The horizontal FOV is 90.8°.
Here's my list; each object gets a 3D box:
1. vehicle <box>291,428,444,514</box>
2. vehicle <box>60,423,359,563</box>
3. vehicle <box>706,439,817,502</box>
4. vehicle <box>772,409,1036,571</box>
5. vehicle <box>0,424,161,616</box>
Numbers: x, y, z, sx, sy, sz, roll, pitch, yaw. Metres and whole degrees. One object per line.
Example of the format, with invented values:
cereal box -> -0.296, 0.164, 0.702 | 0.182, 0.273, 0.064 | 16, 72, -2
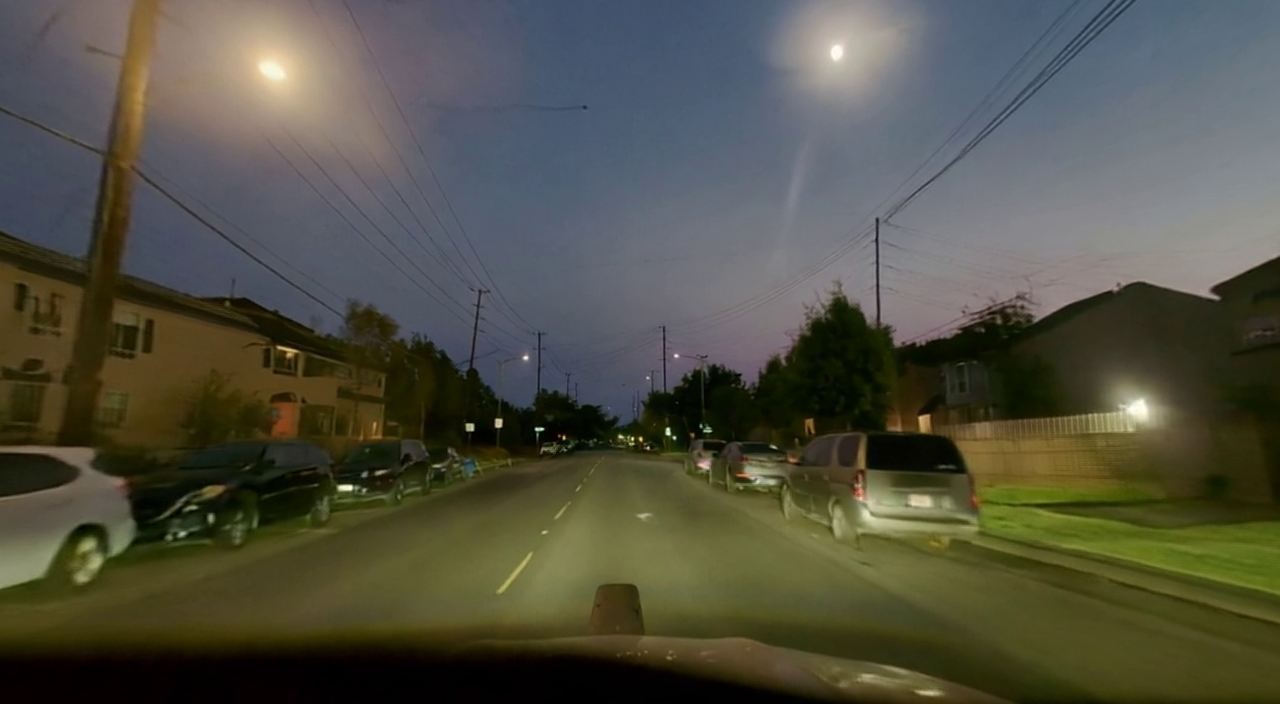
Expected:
vehicle -> -6.712, 2.927, 16.232 | 1.992, 1.853, 4.561 | 0, -8, -2
vehicle -> -6.504, 2.111, 10.354 | 1.988, 1.734, 4.400 | -1, -8, -4
vehicle -> 3.264, 3.289, 18.021 | 1.895, 1.537, 4.844 | 1, -9, -4
vehicle -> 3.337, 1.827, 9.063 | 1.936, 1.756, 4.127 | 0, -9, -1
vehicle -> -6.204, 1.378, 4.835 | 1.863, 1.561, 4.380 | -2, -8, -3
